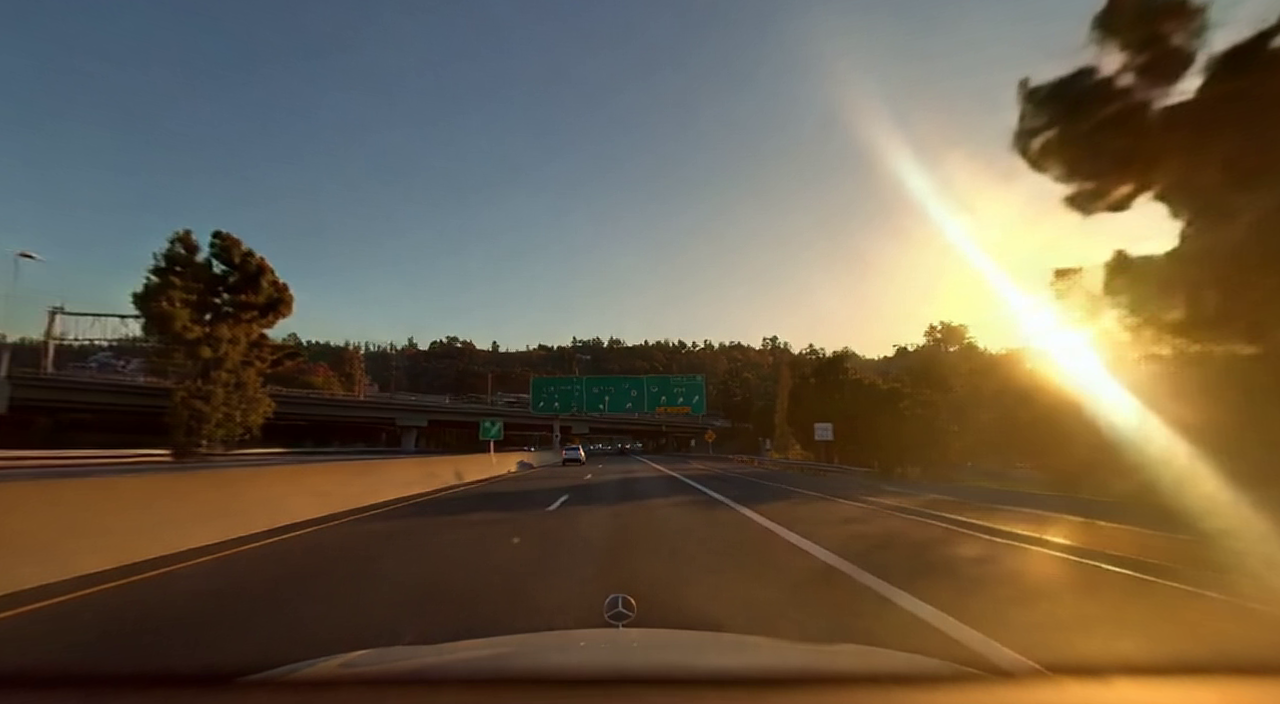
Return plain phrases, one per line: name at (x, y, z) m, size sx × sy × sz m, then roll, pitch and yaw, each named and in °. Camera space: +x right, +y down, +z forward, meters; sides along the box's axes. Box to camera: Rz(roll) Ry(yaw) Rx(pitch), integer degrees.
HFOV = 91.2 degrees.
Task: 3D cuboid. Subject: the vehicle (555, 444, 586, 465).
vehicle at (-5.328, 7.931, 48.426) m, size 2.008 × 1.521 × 4.129 m, roll 0°, pitch -9°, yaw -1°
